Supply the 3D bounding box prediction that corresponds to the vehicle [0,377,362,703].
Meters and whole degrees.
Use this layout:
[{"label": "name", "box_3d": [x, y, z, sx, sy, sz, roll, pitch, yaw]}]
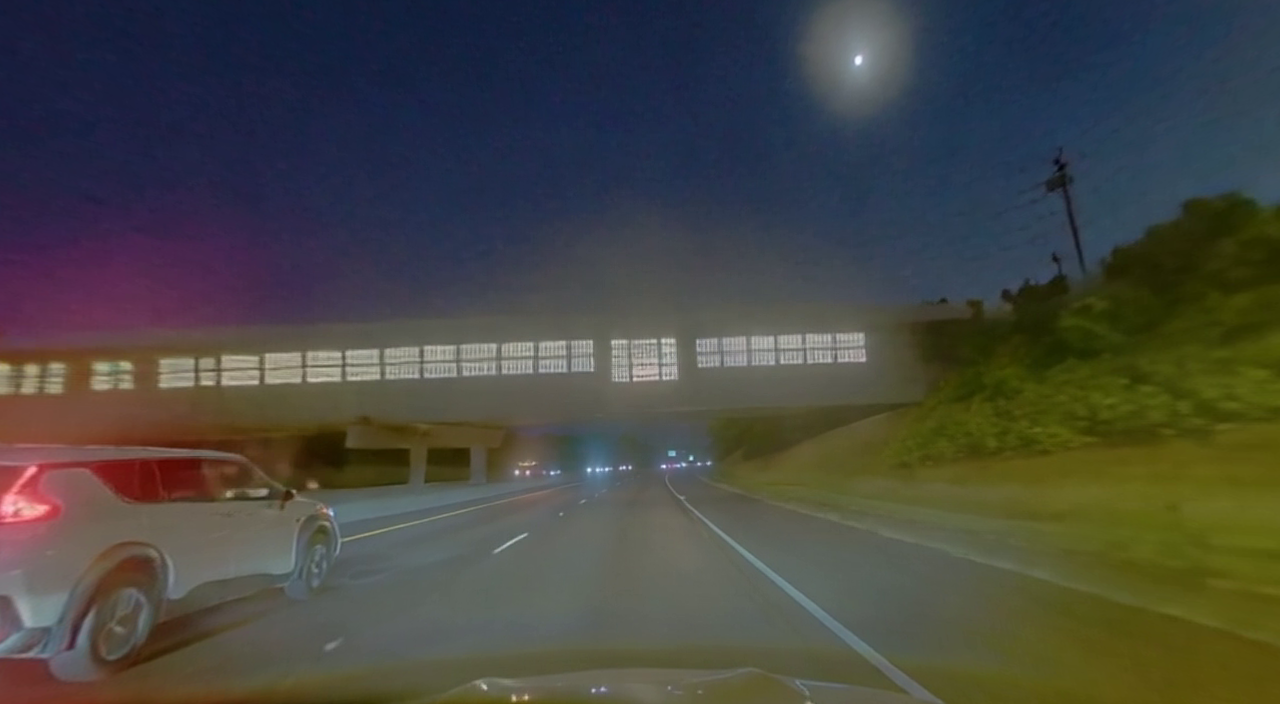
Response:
[{"label": "vehicle", "box_3d": [-4.095, 1.227, 4.370, 2.141, 1.697, 4.641, 1, -11, 0]}]
